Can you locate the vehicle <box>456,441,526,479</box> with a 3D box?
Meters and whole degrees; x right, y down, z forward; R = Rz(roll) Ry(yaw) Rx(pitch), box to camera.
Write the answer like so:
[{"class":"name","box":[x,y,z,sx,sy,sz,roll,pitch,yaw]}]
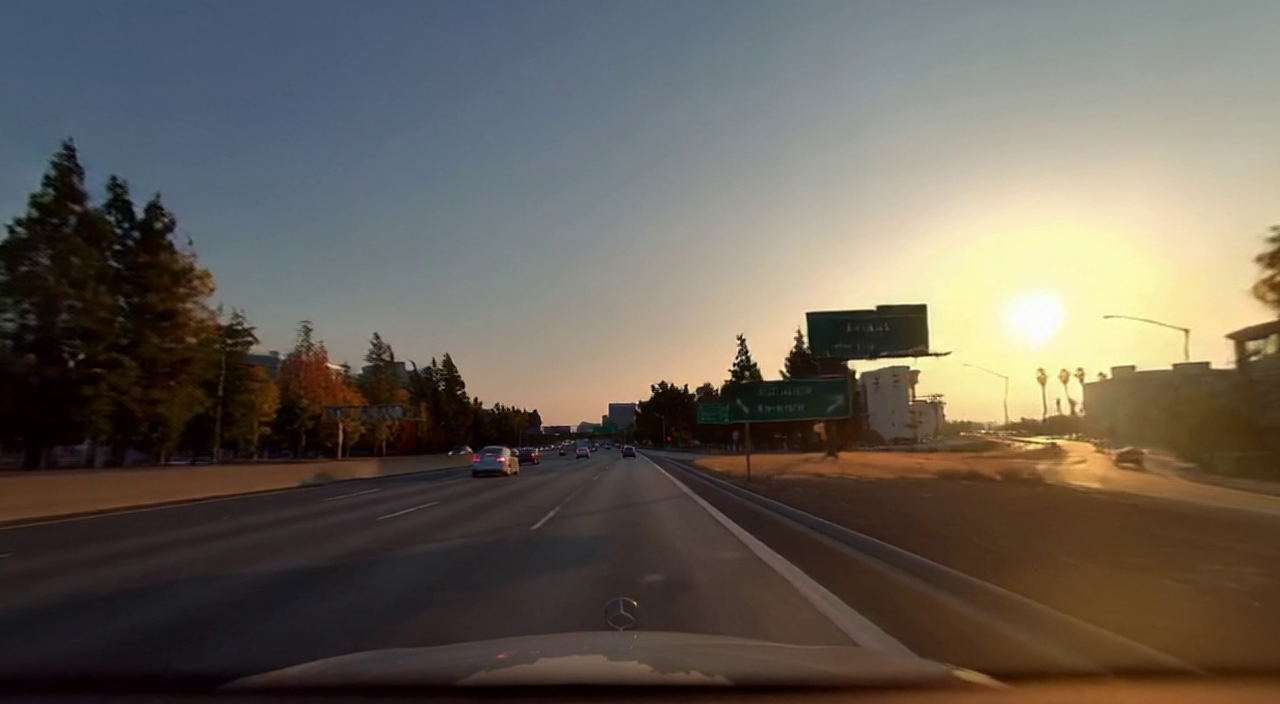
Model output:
[{"class":"vehicle","box":[-6.797,4.960,29.320,2.016,1.606,4.806,0,-9,1]}]
